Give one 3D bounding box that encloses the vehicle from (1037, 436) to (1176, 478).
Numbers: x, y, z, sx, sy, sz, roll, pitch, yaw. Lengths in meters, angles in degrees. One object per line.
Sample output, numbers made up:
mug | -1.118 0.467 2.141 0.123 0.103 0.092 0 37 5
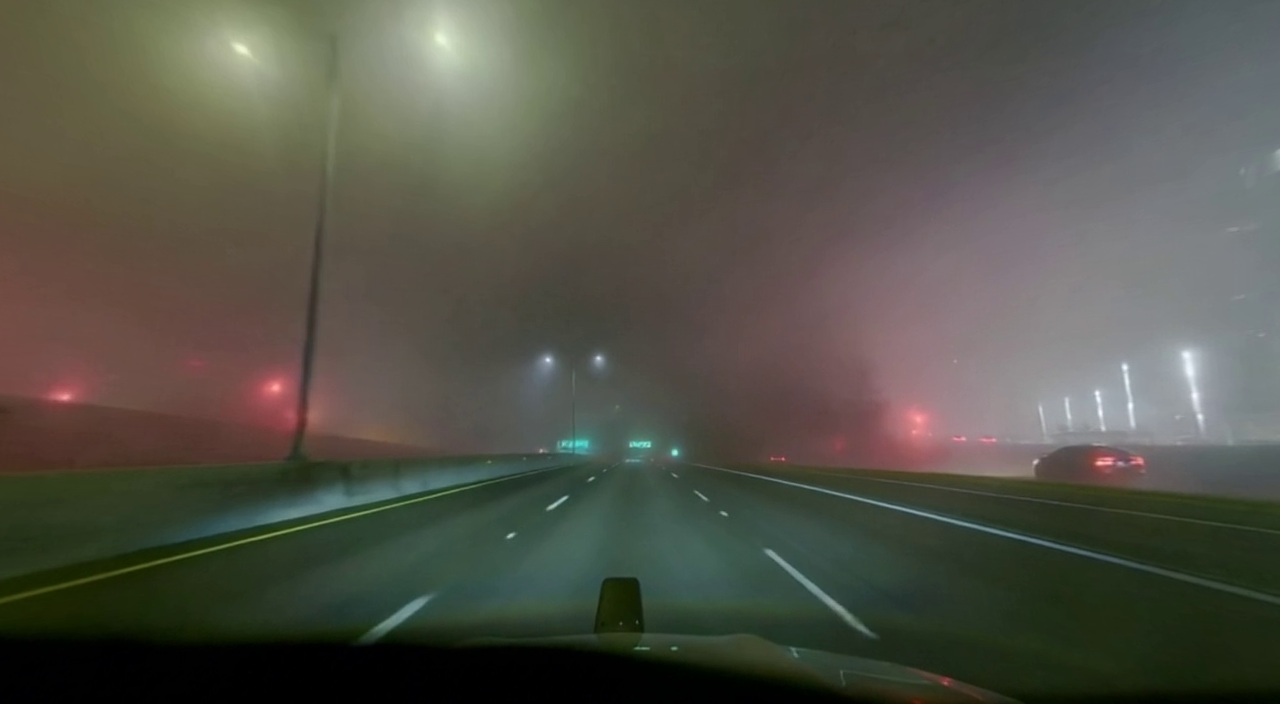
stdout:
vehicle | 18.444 4.176 25.317 2.059 1.457 4.537 -1 -9 -1
